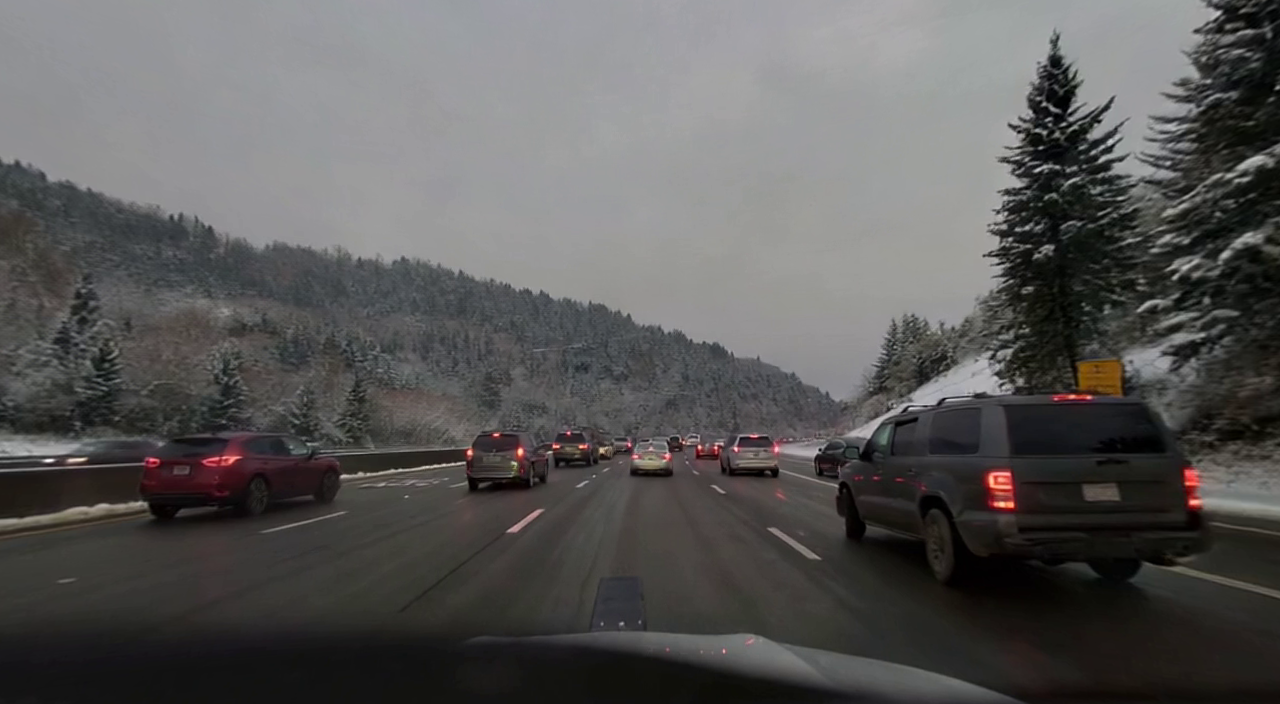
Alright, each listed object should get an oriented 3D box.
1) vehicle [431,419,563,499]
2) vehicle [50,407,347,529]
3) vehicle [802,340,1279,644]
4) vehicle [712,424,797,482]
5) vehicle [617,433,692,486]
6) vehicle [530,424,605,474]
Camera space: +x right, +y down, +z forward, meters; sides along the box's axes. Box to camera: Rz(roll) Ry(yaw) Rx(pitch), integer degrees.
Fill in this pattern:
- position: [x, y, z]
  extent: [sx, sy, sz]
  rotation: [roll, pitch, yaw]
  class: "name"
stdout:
- position: [-3.362, 2.629, 15.876]
  extent: [2.179, 1.723, 4.410]
  rotation: [0, -8, 1]
  class: "vehicle"
- position: [-7.713, 2.075, 11.845]
  extent: [2.017, 1.810, 4.782]
  rotation: [0, -8, 1]
  class: "vehicle"
- position: [3.515, 1.246, 6.666]
  extent: [2.266, 1.929, 5.194]
  rotation: [0, -8, 1]
  class: "vehicle"
- position: [3.745, 3.405, 21.500]
  extent: [2.046, 1.765, 4.534]
  rotation: [0, -8, 0]
  class: "vehicle"
- position: [0.441, 3.330, 19.876]
  extent: [2.105, 1.471, 4.349]
  rotation: [0, -8, 1]
  class: "vehicle"
- position: [-2.961, 4.109, 26.980]
  extent: [2.301, 1.902, 5.374]
  rotation: [0, -8, 3]
  class: "vehicle"
